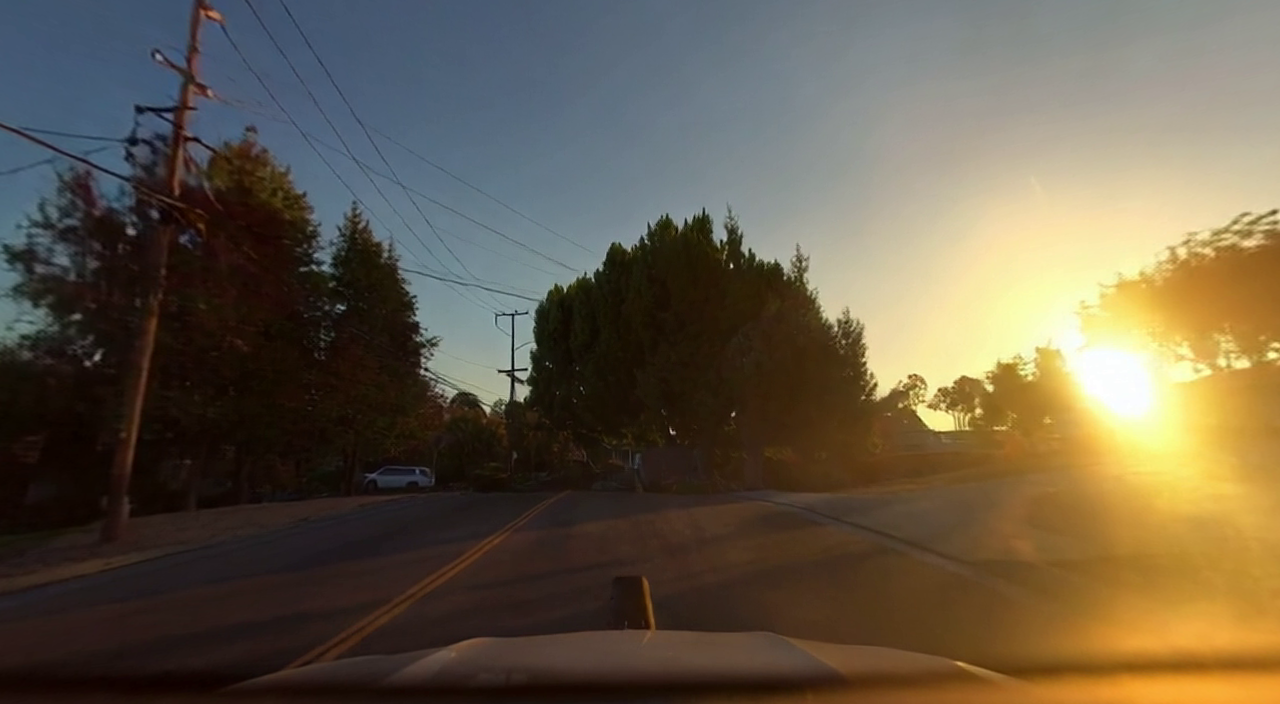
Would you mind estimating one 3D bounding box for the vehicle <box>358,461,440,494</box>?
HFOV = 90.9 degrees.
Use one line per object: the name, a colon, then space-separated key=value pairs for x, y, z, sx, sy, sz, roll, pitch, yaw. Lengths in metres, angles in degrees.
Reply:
vehicle: x=-16.627 y=8.718 z=43.992 sx=2.301 sy=2.081 sz=6.706 roll=-3 pitch=-11 yaw=8
